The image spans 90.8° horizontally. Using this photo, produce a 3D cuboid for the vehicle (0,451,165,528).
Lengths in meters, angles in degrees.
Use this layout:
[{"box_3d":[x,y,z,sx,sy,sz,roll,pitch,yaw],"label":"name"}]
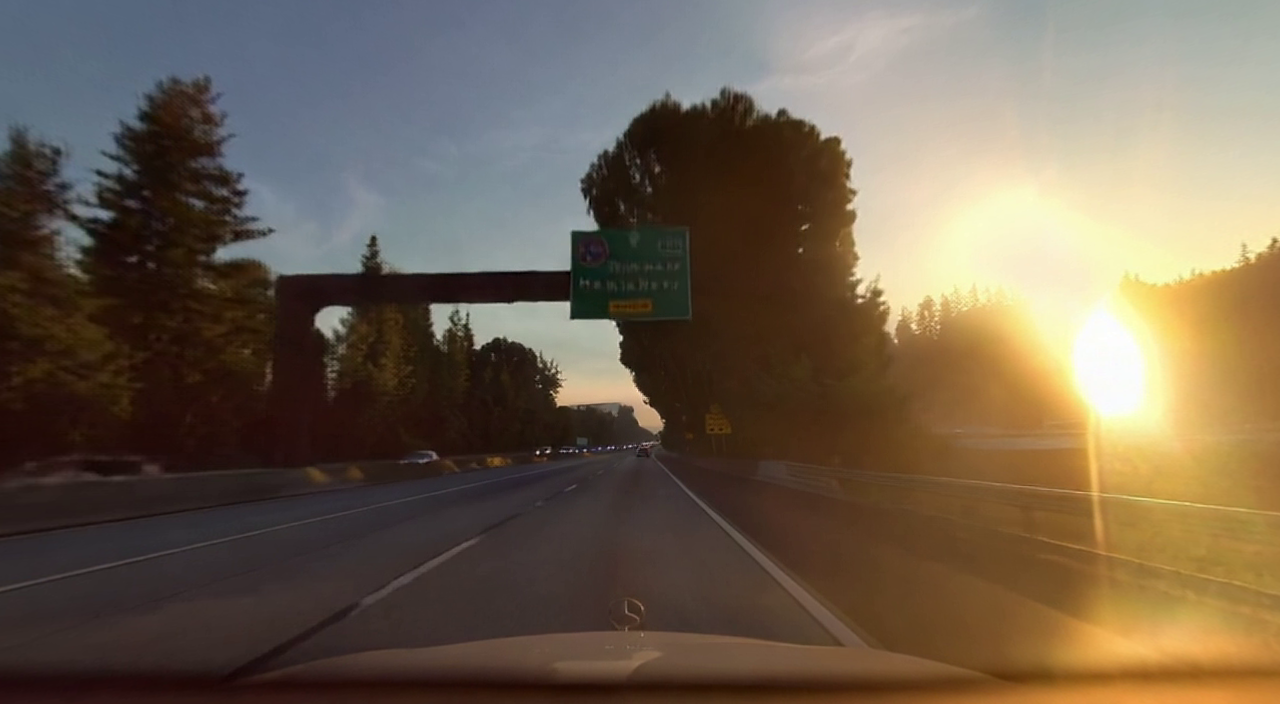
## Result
[{"box_3d":[-13.180,2.946,14.034,1.853,1.448,4.331,0,-9,0],"label":"vehicle"}]
